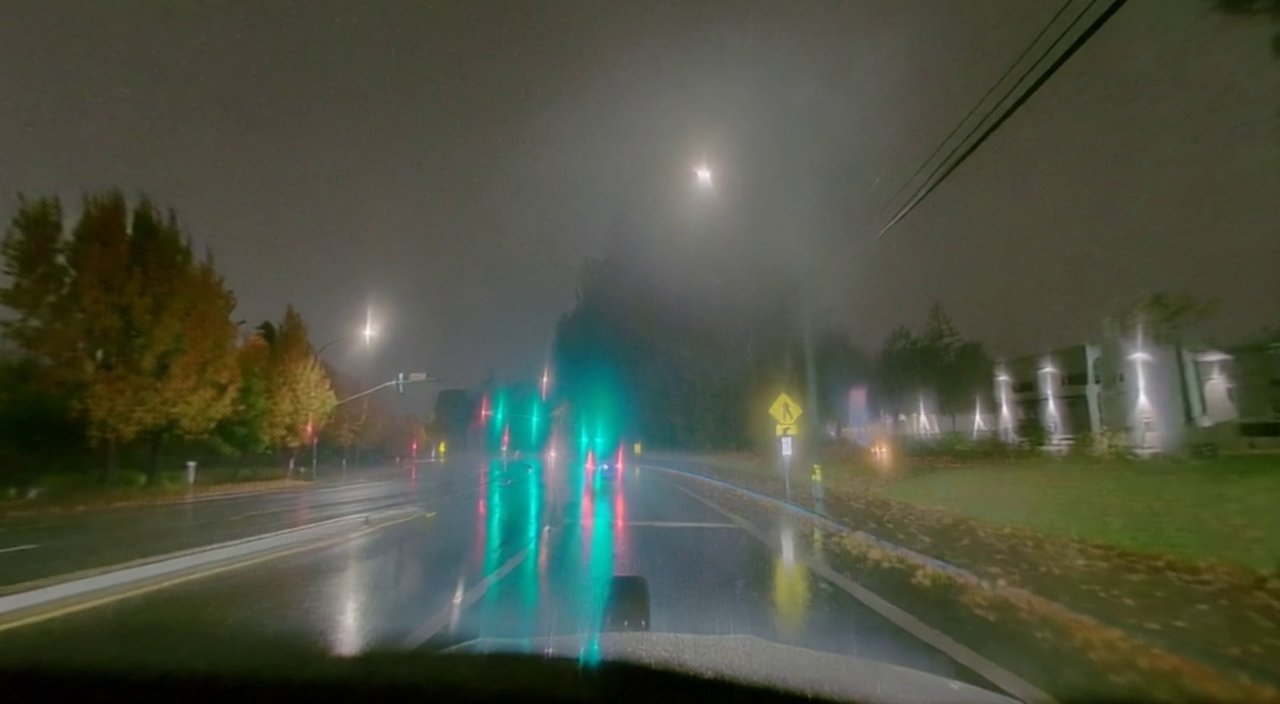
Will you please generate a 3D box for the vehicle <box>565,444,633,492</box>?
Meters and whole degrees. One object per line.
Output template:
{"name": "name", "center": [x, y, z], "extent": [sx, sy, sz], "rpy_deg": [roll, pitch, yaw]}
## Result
{"name": "vehicle", "center": [-1.568, 4.070, 22.549], "extent": [2.148, 1.521, 4.089], "rpy_deg": [1, -9, -8]}
